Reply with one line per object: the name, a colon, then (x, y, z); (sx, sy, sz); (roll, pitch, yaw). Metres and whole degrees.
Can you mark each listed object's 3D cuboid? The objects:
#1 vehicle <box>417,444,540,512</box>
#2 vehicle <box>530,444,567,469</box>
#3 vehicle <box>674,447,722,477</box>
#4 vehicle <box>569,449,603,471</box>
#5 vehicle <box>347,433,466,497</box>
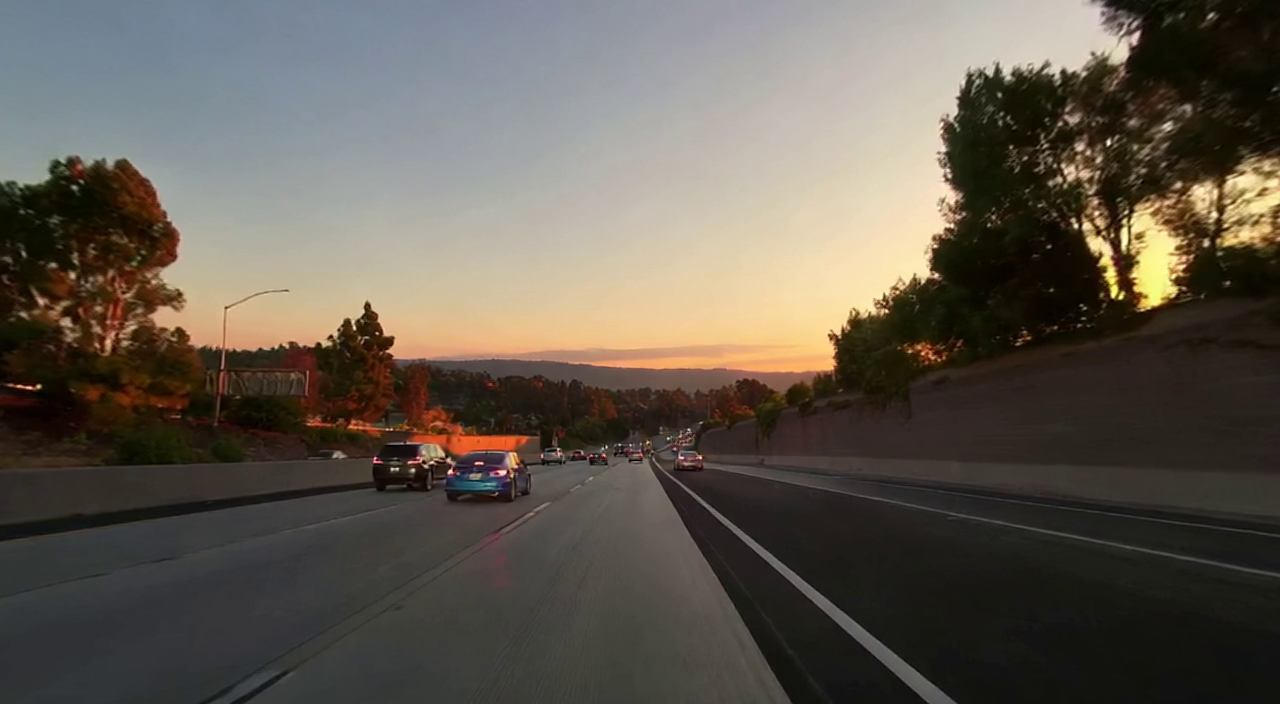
vehicle: (-3.975, 3.158, 16.345); (1.988, 1.506, 4.416); (0, -9, 0)
vehicle: (-6.972, 8.023, 48.424); (2.111, 1.811, 4.391); (0, -9, 1)
vehicle: (3.049, 5.909, 34.085); (2.141, 1.507, 4.510); (0, -9, -1)
vehicle: (-3.862, 7.755, 45.400); (2.071, 1.478, 4.130); (0, -9, 0)
vehicle: (-7.495, 3.662, 20.803); (2.142, 1.849, 4.566); (0, -9, 0)
